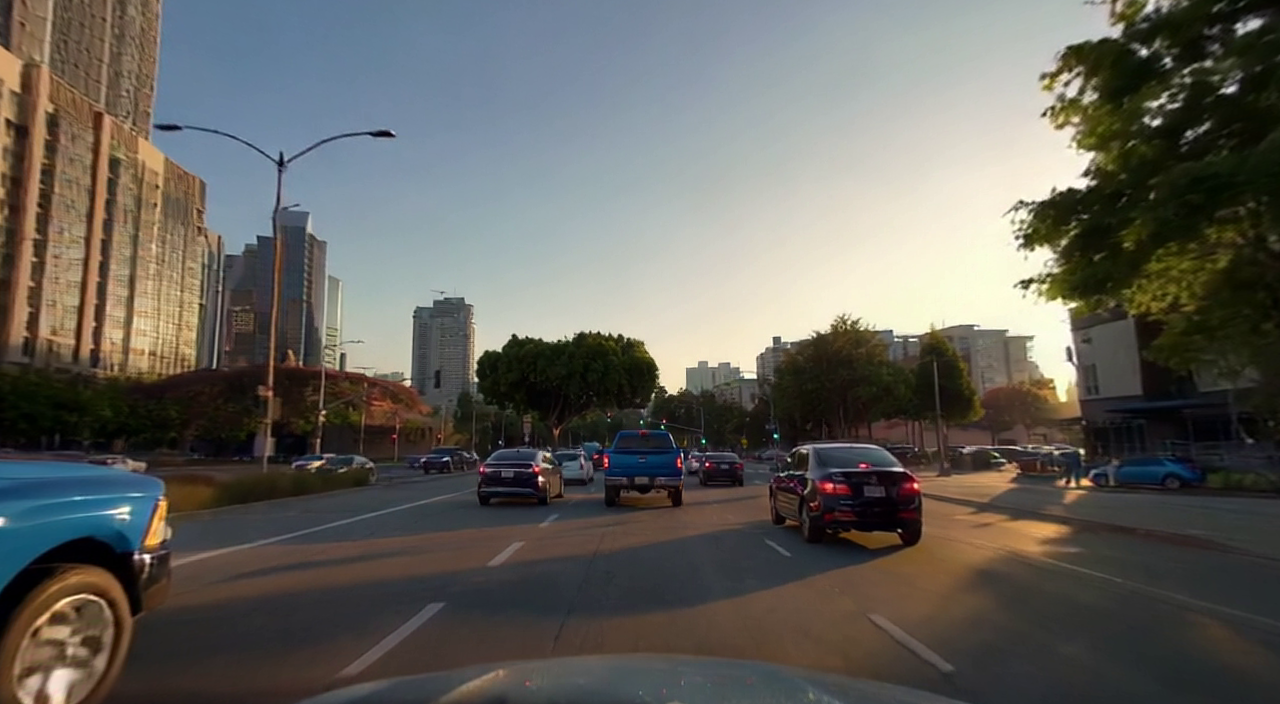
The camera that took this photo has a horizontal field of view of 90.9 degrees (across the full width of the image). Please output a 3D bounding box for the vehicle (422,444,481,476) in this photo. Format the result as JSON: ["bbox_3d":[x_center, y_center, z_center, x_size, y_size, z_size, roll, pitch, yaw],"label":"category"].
[{"bbox_3d":[-11.690,6.721,39.495,2.150,1.838,4.981,0,-8,0],"label":"vehicle"}]

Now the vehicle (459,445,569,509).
[{"bbox_3d":[-3.207,3.255,16.998,1.986,1.465,4.509,0,-8,1],"label":"vehicle"}]

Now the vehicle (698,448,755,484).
[{"bbox_3d":[3.853,5.141,28.841,1.968,1.472,4.456,0,-8,0],"label":"vehicle"}]

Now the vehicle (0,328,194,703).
[{"bbox_3d":[-3.535,0.597,1.144,1.994,1.759,4.709,0,-8,0],"label":"vehicle"}]

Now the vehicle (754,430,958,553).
[{"bbox_3d":[3.290,2.194,10.641,1.955,1.628,4.152,0,-8,0],"label":"vehicle"}]

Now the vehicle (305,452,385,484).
[{"bbox_3d":[-15.298,6.013,33.017,1.932,1.449,4.545,0,-8,1],"label":"vehicle"}]

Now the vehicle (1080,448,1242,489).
[{"bbox_3d":[22.228,4.952,27.191,2.003,1.515,4.939,3,-9,-21],"label":"vehicle"}]

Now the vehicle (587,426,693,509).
[{"bbox_3d":[-0.001,3.092,17.377,2.493,1.934,4.957,0,-8,0],"label":"vehicle"}]
